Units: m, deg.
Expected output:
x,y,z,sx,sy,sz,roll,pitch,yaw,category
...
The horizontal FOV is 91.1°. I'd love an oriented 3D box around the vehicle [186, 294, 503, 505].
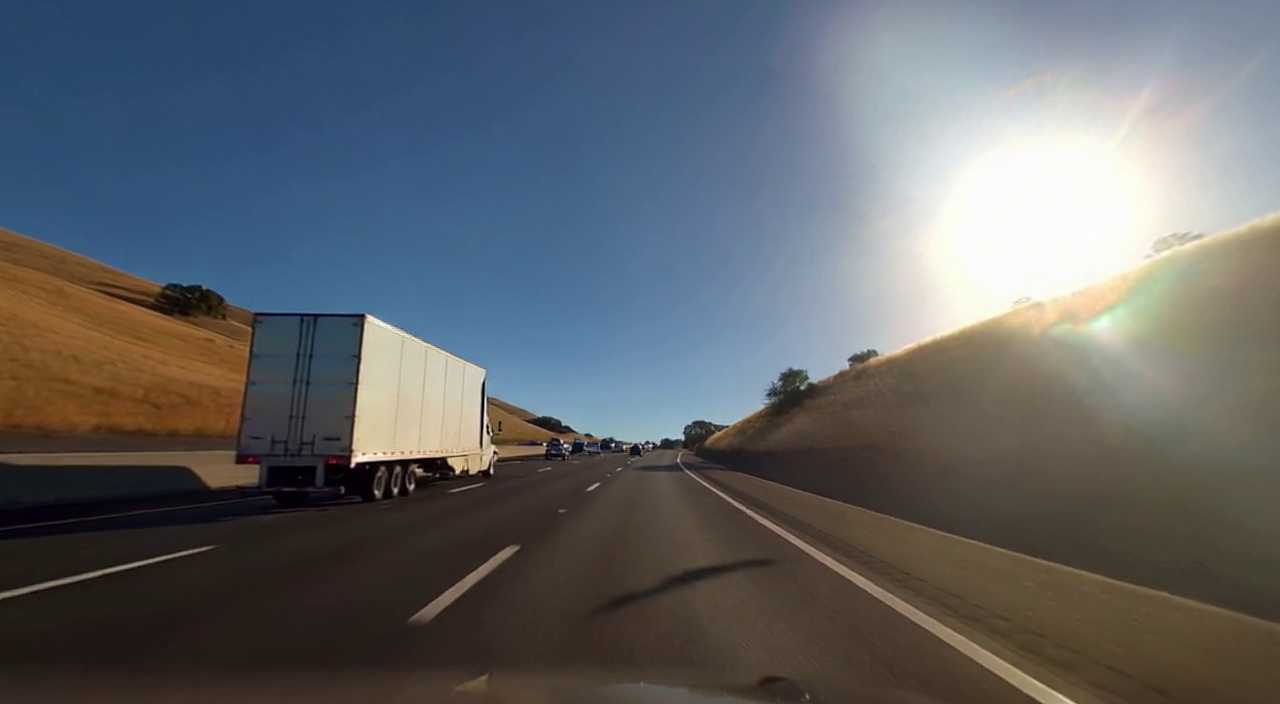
x,y,z,sx,sy,sz,roll,pitch,yaw,category
-6.522,1.624,16.933,2.981,3.860,11.022,0,-8,1,vehicle
